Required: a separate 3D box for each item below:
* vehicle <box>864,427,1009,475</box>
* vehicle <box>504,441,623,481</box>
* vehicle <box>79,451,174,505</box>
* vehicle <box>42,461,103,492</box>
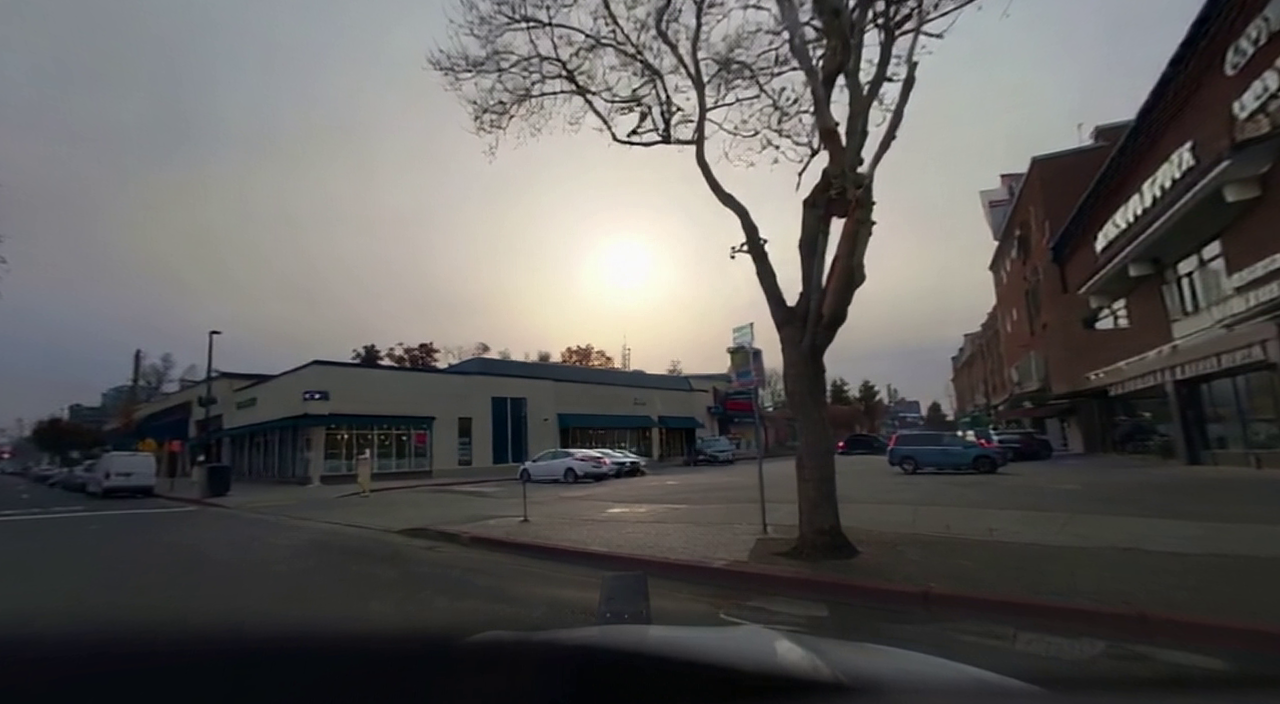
[{"bbox_3d":[11.394,3.822,24.380,4.706,1.663,1.993,-6,-10,34],"label":"vehicle"},{"bbox_3d":[-3.319,4.734,27.477,4.814,1.618,1.869,-3,-9,19],"label":"vehicle"},{"bbox_3d":[-21.418,5.148,26.235,4.748,2.013,2.150,-9,-12,41],"label":"vehicle"},{"bbox_3d":[-34.497,7.510,38.273,4.194,1.691,2.053,-7,-11,40],"label":"vehicle"}]
